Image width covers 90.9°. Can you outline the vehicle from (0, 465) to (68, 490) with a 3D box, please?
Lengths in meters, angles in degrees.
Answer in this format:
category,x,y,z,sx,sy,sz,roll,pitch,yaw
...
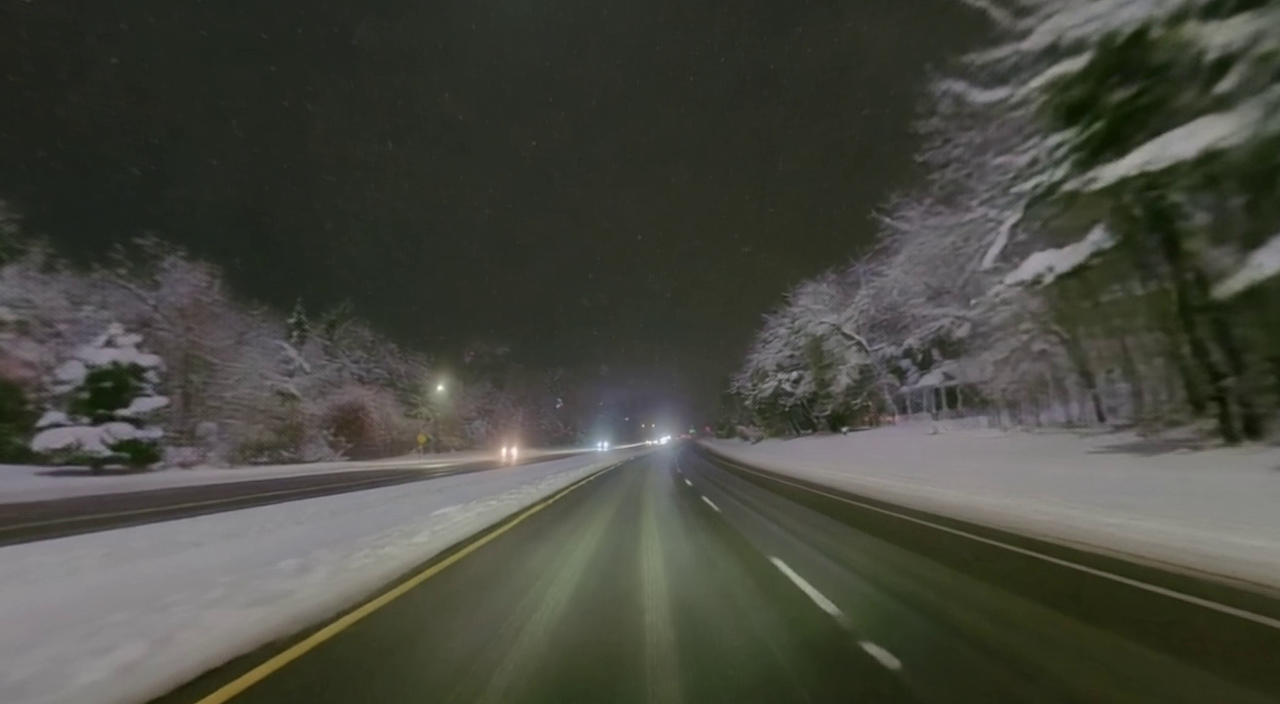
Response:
category,x,y,z,sx,sy,sz,roll,pitch,yaw
vehicle,-45.321,9.311,47.046,1.786,1.577,3.922,-1,-8,-4
